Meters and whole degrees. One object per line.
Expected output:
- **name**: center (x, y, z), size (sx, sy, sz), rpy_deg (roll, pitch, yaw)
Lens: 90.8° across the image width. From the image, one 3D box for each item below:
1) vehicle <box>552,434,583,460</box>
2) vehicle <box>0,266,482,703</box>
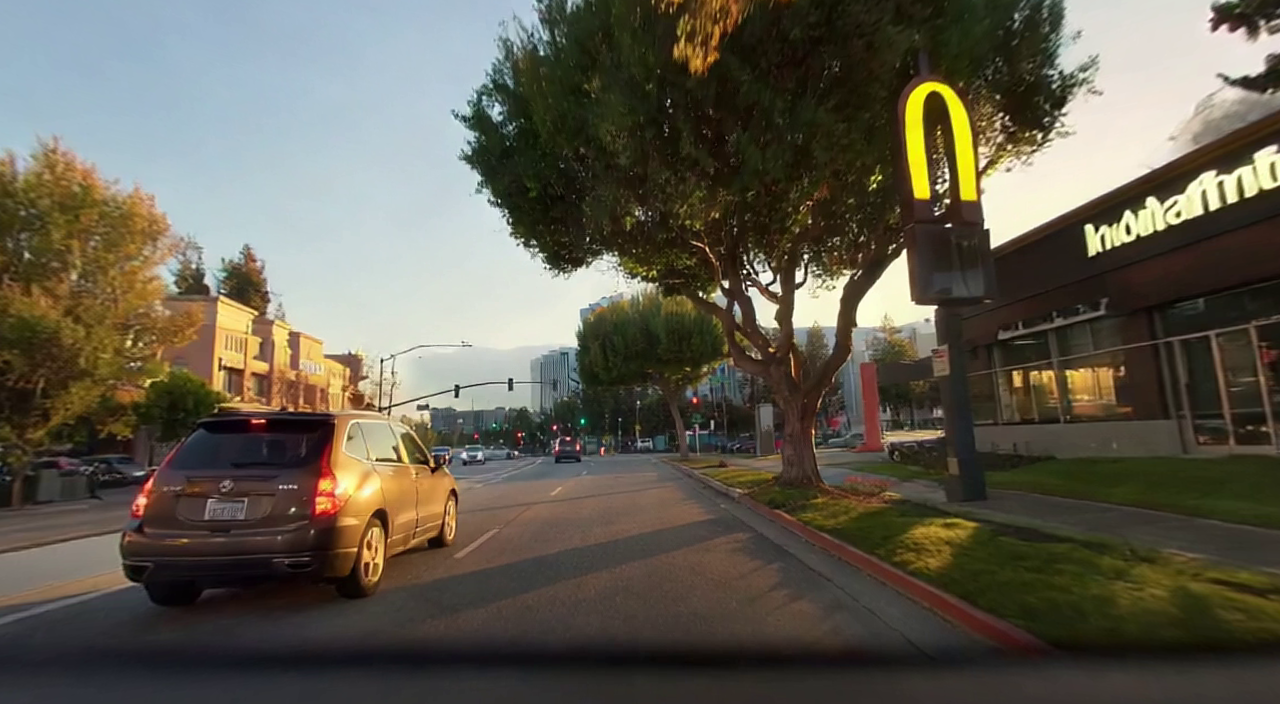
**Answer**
- **vehicle**: center (-5.308, 7.000, 46.426), size (2.134, 1.799, 5.082), rpy_deg (1, -9, -6)
- **vehicle**: center (-3.346, 1.023, 5.301), size (2.509, 1.885, 5.831), rpy_deg (0, -9, 0)
